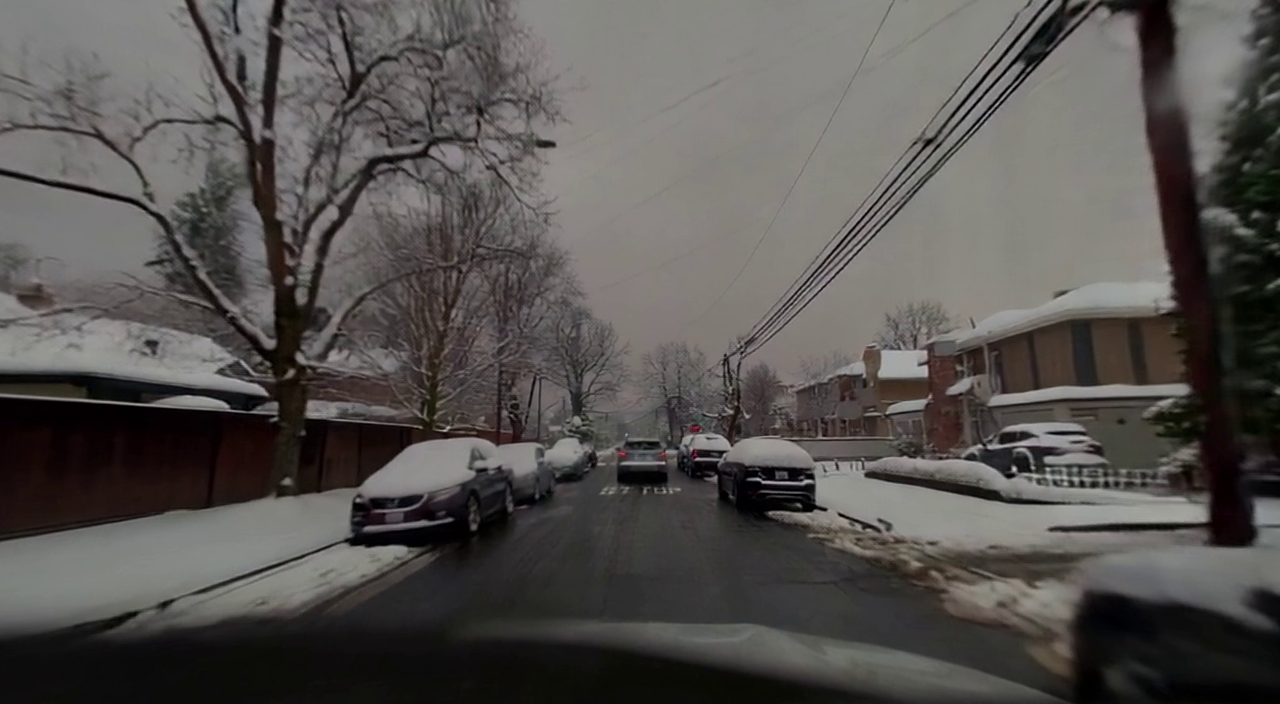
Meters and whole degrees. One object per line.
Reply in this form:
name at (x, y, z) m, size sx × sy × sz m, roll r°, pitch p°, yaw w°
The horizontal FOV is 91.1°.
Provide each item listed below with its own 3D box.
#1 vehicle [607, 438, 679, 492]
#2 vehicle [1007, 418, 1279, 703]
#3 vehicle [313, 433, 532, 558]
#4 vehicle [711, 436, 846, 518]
vehicle at (0.068, 3.501, 19.811) m, size 2.010 × 1.499 × 4.107 m, roll 0°, pitch -8°, yaw 0°
vehicle at (2.856, 0.797, 0.863) m, size 1.961 × 1.481 × 4.494 m, roll 0°, pitch -8°, yaw 0°
vehicle at (-3.067, 2.098, 9.982) m, size 1.877 × 1.521 × 4.348 m, roll 0°, pitch -8°, yaw 1°
vehicle at (2.915, 2.730, 14.278) m, size 1.967 × 1.563 × 4.237 m, roll 0°, pitch -8°, yaw -2°
